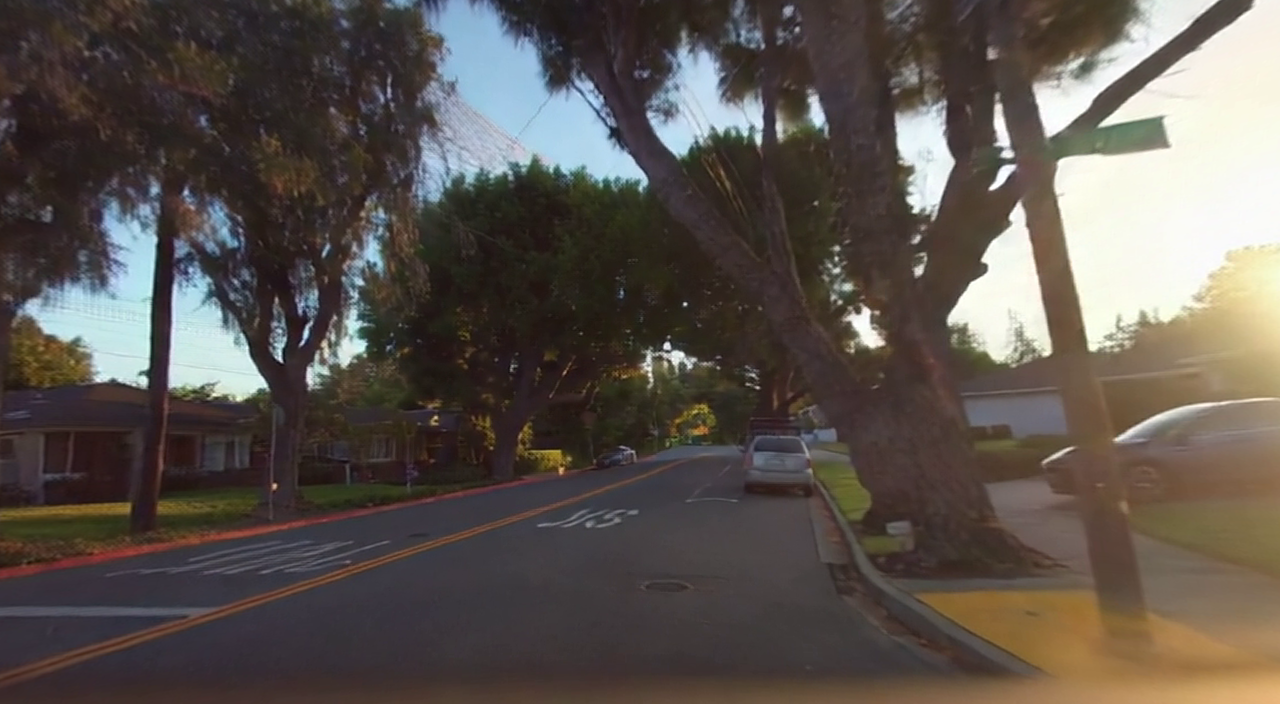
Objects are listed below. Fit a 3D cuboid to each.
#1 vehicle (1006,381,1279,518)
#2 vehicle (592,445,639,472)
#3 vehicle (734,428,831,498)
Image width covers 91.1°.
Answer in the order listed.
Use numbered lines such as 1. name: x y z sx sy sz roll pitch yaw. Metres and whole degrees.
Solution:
1. vehicle: 8.345 1.372 9.195 4.595 1.620 1.984 -7 -10 14
2. vehicle: -1.539 6.871 40.842 2.033 1.456 4.370 -7 -10 10
3. vehicle: 3.867 3.004 17.396 2.242 1.661 4.273 -2 -9 11
